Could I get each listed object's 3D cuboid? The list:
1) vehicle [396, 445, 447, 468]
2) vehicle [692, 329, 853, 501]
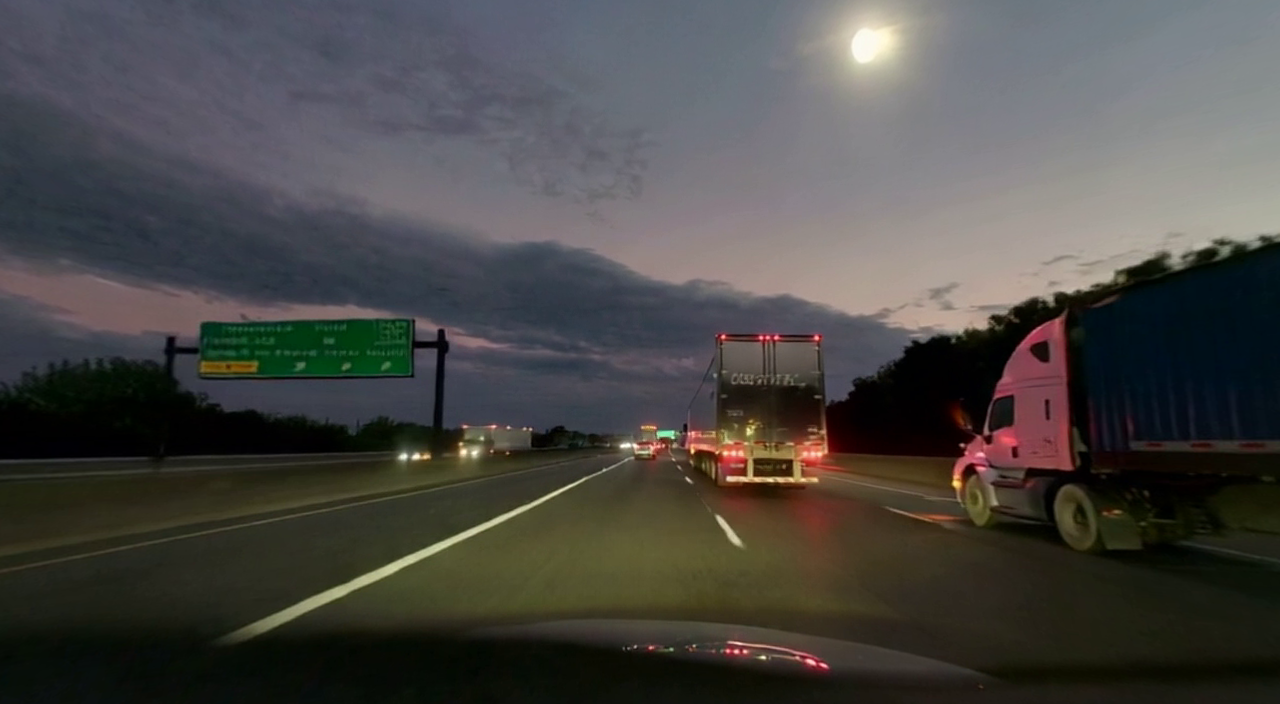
[{"bbox_3d":[-16.398,7.821,47.362,1.980,1.538,4.622,-1,-8,3],"label":"vehicle"},{"bbox_3d":[3.369,2.070,19.166,2.920,3.860,10.035,0,-8,1],"label":"vehicle"}]
